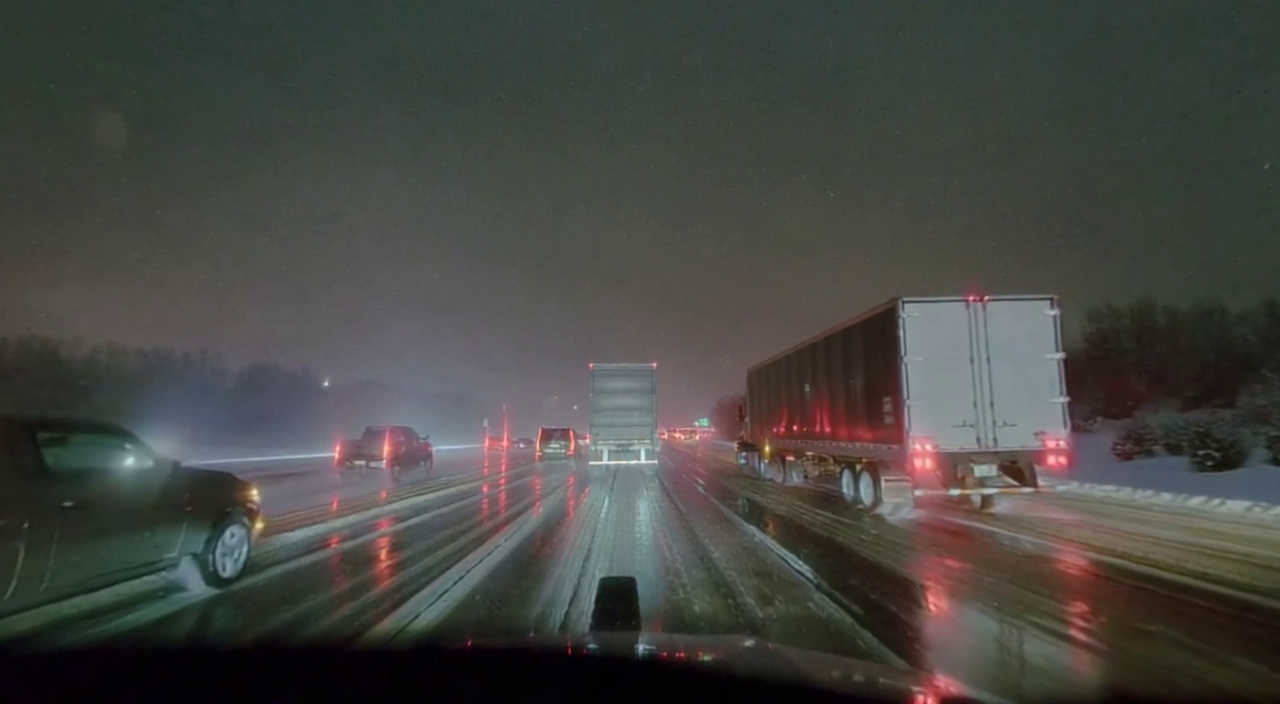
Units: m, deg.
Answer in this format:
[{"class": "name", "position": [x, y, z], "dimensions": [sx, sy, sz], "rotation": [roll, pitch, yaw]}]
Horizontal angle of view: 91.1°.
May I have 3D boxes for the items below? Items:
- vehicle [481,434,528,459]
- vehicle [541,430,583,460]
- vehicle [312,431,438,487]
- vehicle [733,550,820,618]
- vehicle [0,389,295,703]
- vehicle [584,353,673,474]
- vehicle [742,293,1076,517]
[{"class": "vehicle", "position": [-8.613, 6.025, 40.285], "dimensions": [2.019, 1.471, 4.347], "rotation": [0, -8, 0]}, {"class": "vehicle", "position": [-4.530, 5.471, 37.104], "dimensions": [1.986, 1.612, 4.155], "rotation": [0, -8, 0]}, {"class": "vehicle", "position": [-7.783, 3.149, 18.995], "dimensions": [1.909, 1.479, 4.425], "rotation": [0, -8, 0]}, {"class": "vehicle", "position": [5.430, 9.333, 25.500], "dimensions": [2.835, 2.000, 2.696], "rotation": [0, -8, -2]}, {"class": "vehicle", "position": [-3.871, 0.997, 3.378], "dimensions": [1.882, 1.493, 3.828], "rotation": [0, -8, -1]}, {"class": "vehicle", "position": [-0.528, 2.688, 26.042], "dimensions": [2.938, 4.033, 9.980], "rotation": [0, -8, -2]}, {"class": "vehicle", "position": [5.830, 1.815, 18.057], "dimensions": [2.863, 3.936, 14.058], "rotation": [0, -8, -2]}]
